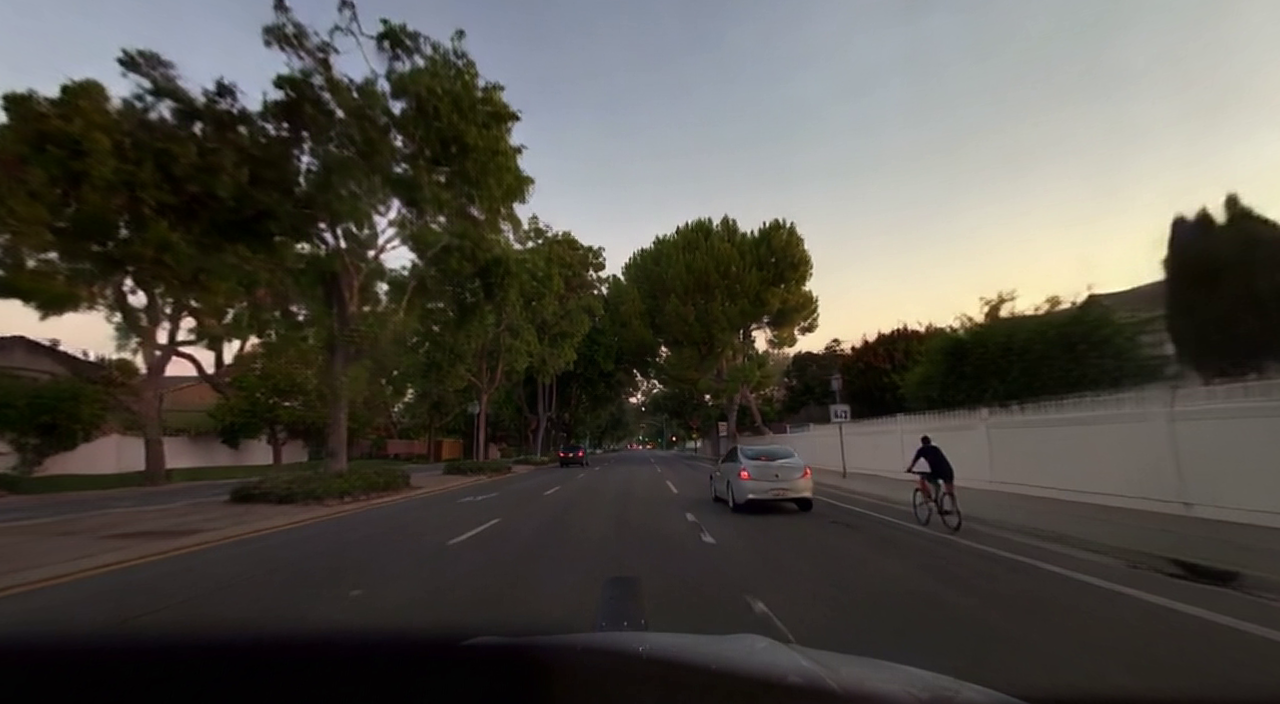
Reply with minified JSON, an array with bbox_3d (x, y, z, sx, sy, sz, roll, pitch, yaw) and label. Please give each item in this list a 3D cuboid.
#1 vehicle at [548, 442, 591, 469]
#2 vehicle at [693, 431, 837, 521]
[{"bbox_3d":[-4.075,6.102,37.283,2.011,1.480,4.517,0,-9,0],"label":"vehicle"},{"bbox_3d":[2.319,2.456,13.025,1.992,1.511,4.464,0,-9,-1],"label":"vehicle"}]
